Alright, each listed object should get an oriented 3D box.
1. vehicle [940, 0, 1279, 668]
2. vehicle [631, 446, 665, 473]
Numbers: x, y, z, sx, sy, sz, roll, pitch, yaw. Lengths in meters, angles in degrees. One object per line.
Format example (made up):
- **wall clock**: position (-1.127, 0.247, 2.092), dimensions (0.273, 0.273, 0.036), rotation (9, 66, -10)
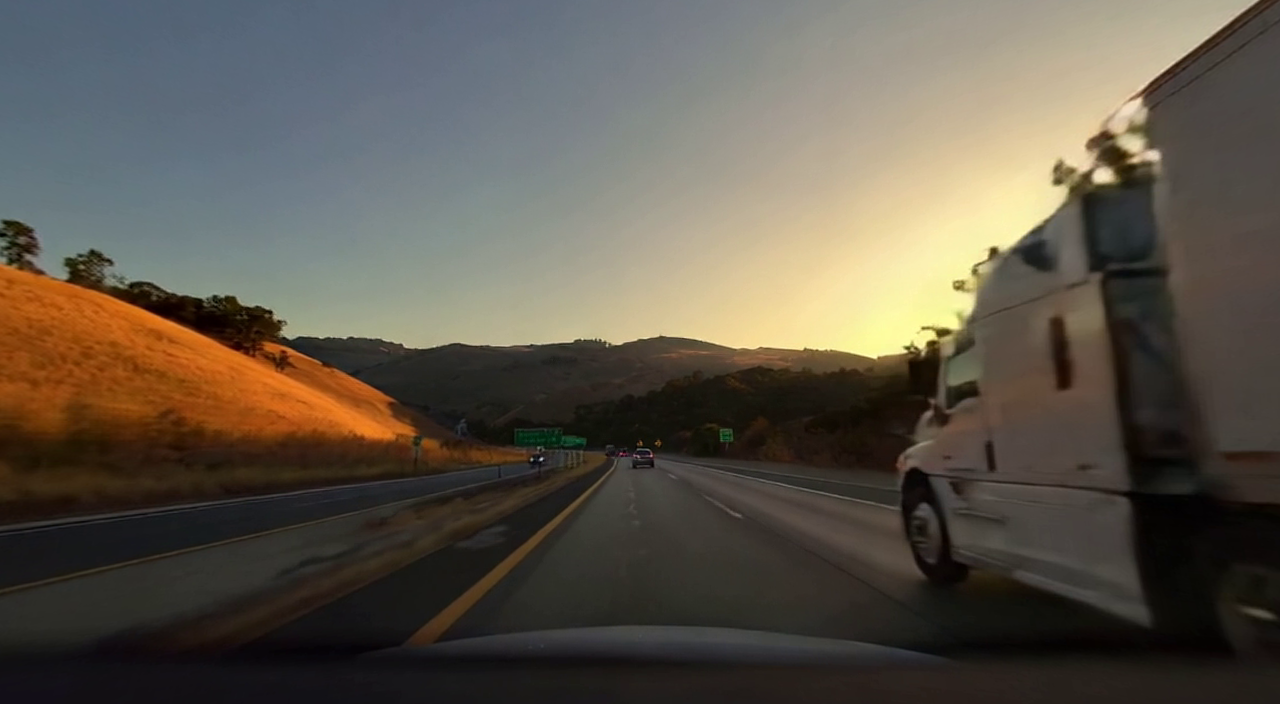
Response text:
- **vehicle**: position (4.827, -0.391, 3.117), dimensions (3.205, 3.890, 6.518), rotation (0, -9, -1)
- **vehicle**: position (0.492, 7.172, 42.113), dimensions (2.160, 1.691, 4.243), rotation (0, -9, -1)
